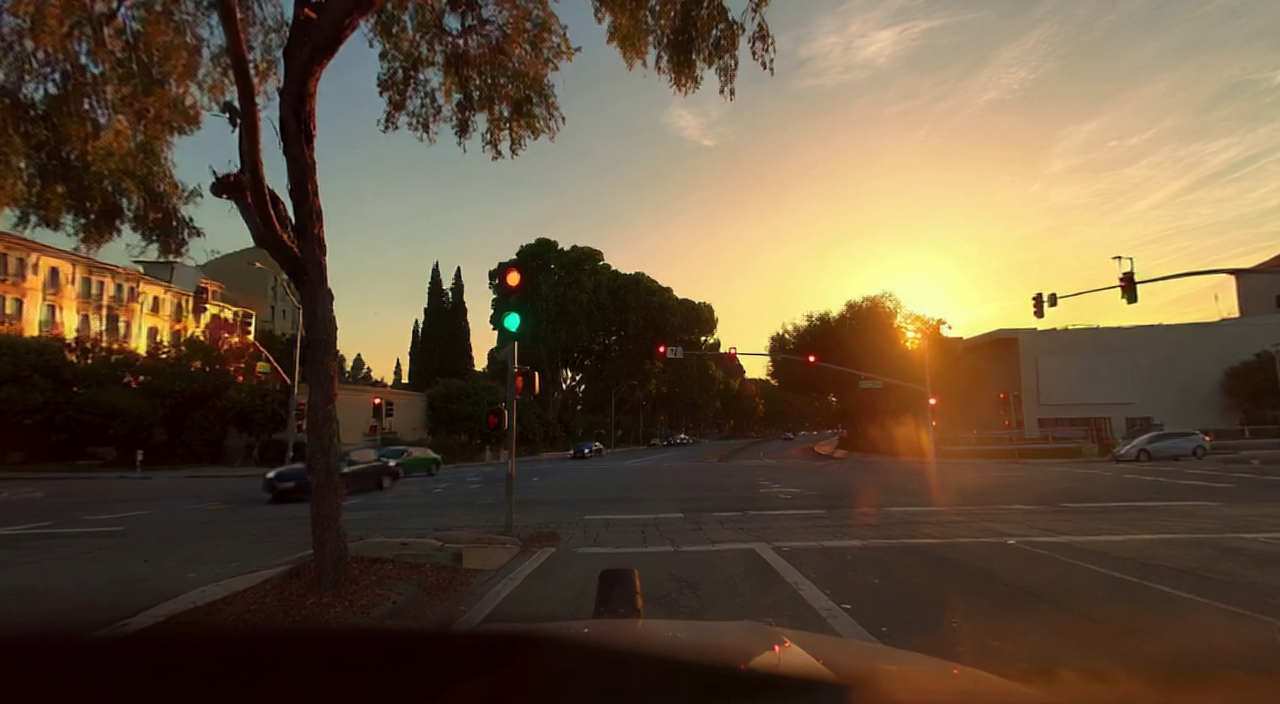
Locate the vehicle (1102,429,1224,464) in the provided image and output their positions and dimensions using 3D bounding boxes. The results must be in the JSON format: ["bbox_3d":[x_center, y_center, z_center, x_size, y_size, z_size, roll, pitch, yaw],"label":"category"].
[{"bbox_3d":[25.935,4.681,31.356,4.441,1.674,2.035,1,-8,-8],"label":"vehicle"}]

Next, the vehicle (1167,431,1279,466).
[{"bbox_3d":[26.299,4.242,27.881,4.644,1.470,1.922,1,-8,-10],"label":"vehicle"}]

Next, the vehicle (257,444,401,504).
[{"bbox_3d":[-8.591,3.351,17.855,1.877,1.481,3.853,-1,-8,5],"label":"vehicle"}]

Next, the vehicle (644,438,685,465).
[{"bbox_3d":[1.751,6.774,43.253,2.197,1.739,4.177,-2,-8,10],"label":"vehicle"}]
